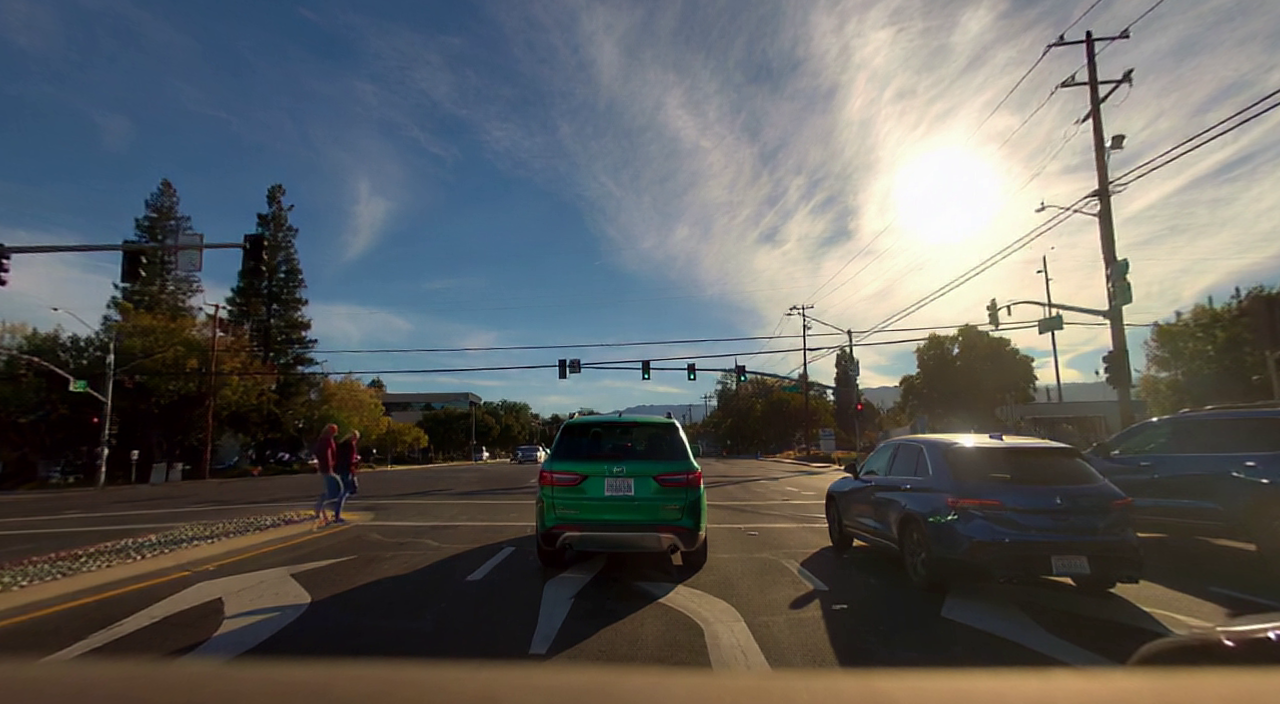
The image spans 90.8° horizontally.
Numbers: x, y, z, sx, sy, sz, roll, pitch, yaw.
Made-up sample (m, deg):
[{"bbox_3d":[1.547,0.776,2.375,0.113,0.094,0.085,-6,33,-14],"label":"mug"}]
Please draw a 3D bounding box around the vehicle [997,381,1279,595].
[{"bbox_3d":[6.580,1.437,7.239,2.119,1.827,4.806,0,-9,0],"label":"vehicle"}]

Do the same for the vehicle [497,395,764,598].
[{"bbox_3d":[-0.111,1.562,7.641,2.285,1.729,4.252,0,-9,-1],"label":"vehicle"}]
